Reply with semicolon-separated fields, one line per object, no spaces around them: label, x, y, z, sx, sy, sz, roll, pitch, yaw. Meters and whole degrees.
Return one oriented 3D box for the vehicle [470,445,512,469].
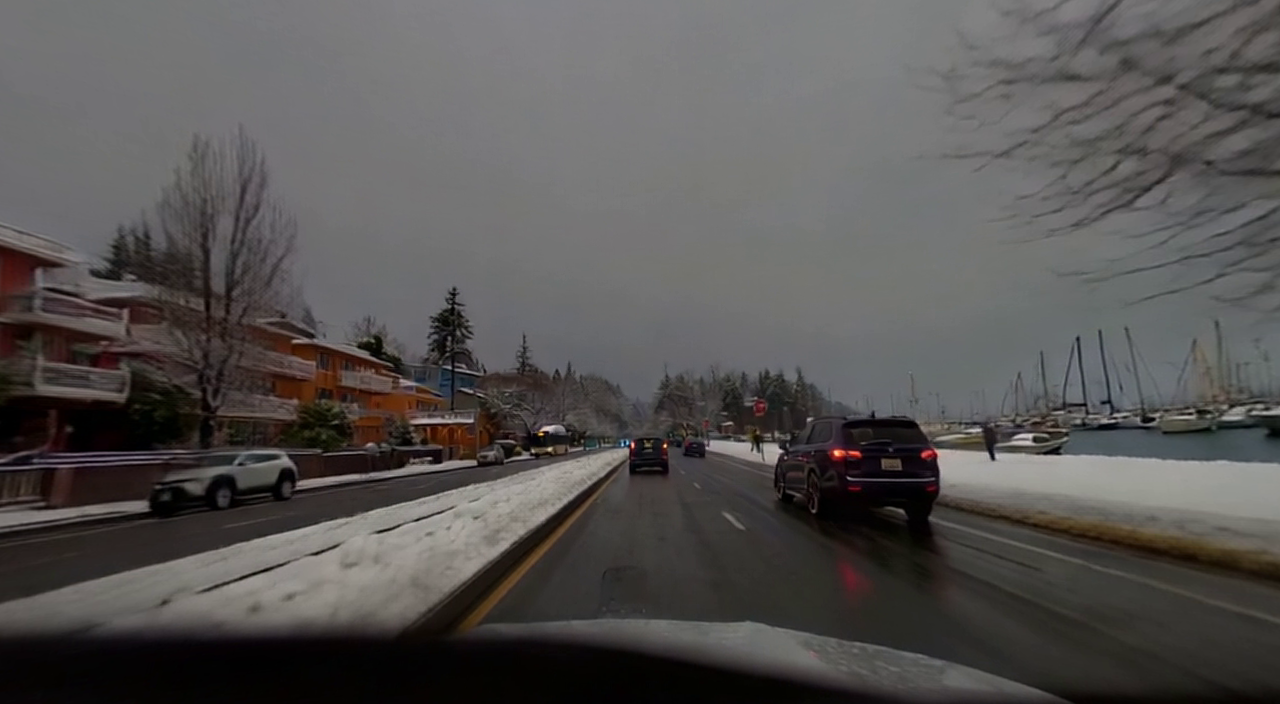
vehicle;-10.105;7.120;42.922;1.731;1.489;3.841;-1;-8;3

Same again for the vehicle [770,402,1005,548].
vehicle;3.589;1.877;10.223;2.000;1.809;4.405;0;-8;0

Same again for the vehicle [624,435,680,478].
vehicle;0.462;4.269;26.003;2.132;1.632;3.838;0;-8;0

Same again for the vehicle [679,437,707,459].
vehicle;4.120;7.576;49.594;1.876;1.626;3.851;0;-8;0

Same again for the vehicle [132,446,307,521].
vehicle;-10.341;3.209;15.924;1.701;1.528;3.881;-1;-7;1
